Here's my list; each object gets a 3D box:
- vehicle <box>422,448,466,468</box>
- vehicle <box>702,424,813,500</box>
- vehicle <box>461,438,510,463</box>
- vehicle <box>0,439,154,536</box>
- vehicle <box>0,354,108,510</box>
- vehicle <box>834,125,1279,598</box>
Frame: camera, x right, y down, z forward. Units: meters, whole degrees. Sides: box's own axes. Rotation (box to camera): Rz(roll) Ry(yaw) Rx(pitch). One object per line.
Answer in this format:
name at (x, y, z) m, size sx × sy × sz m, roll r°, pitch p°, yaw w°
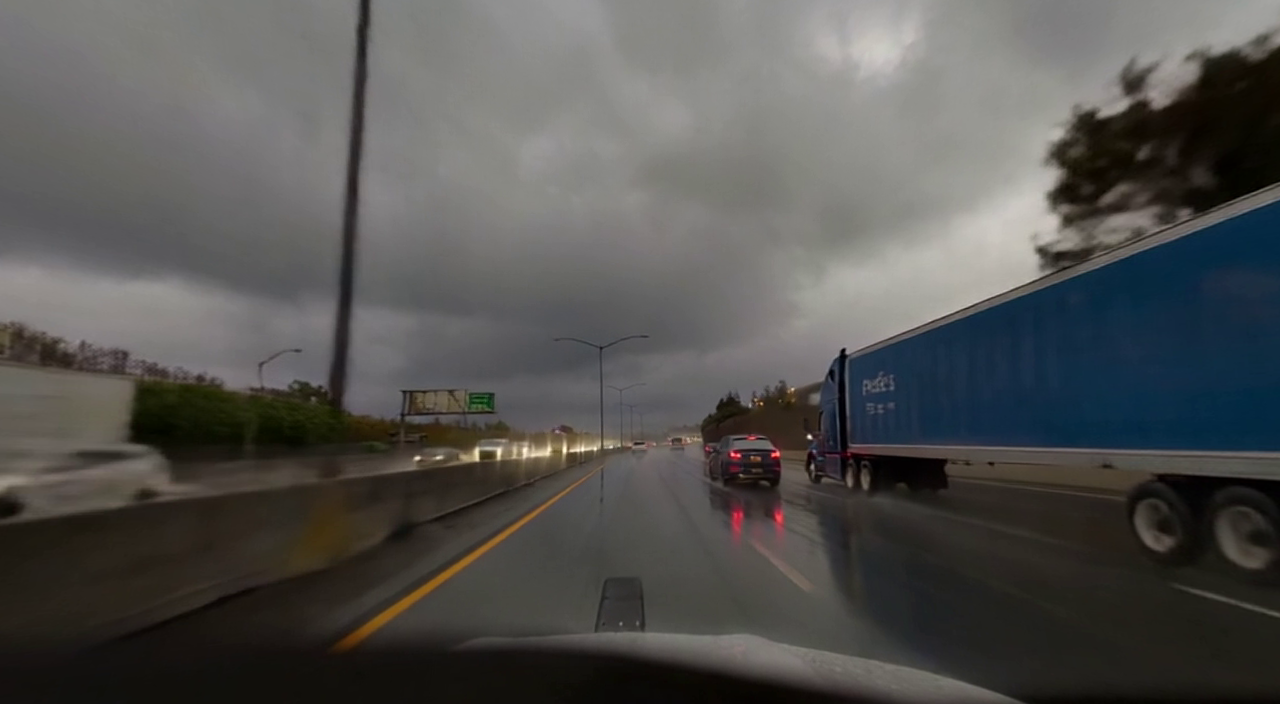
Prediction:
vehicle at (-14.730, 7.977, 47.710) m, size 1.889 × 1.432 × 4.473 m, roll 0°, pitch -9°, yaw 1°
vehicle at (2.888, 2.830, 16.589) m, size 1.973 × 1.710 × 4.476 m, roll 0°, pitch -9°, yaw -1°
vehicle at (-10.698, 6.888, 44.135) m, size 2.018 × 1.637 × 5.003 m, roll 0°, pitch -9°, yaw 1°
vehicle at (-10.795, 2.217, 10.582) m, size 1.943 × 1.468 × 4.227 m, roll 0°, pitch -9°, yaw -1°
vehicle at (-18.452, 1.444, 12.189) m, size 2.866 × 4.122 × 15.694 m, roll 0°, pitch -9°, yaw 0°
vehicle at (6.910, 0.745, 9.932) m, size 2.864 × 4.060 × 14.637 m, roll 0°, pitch -9°, yaw -1°
